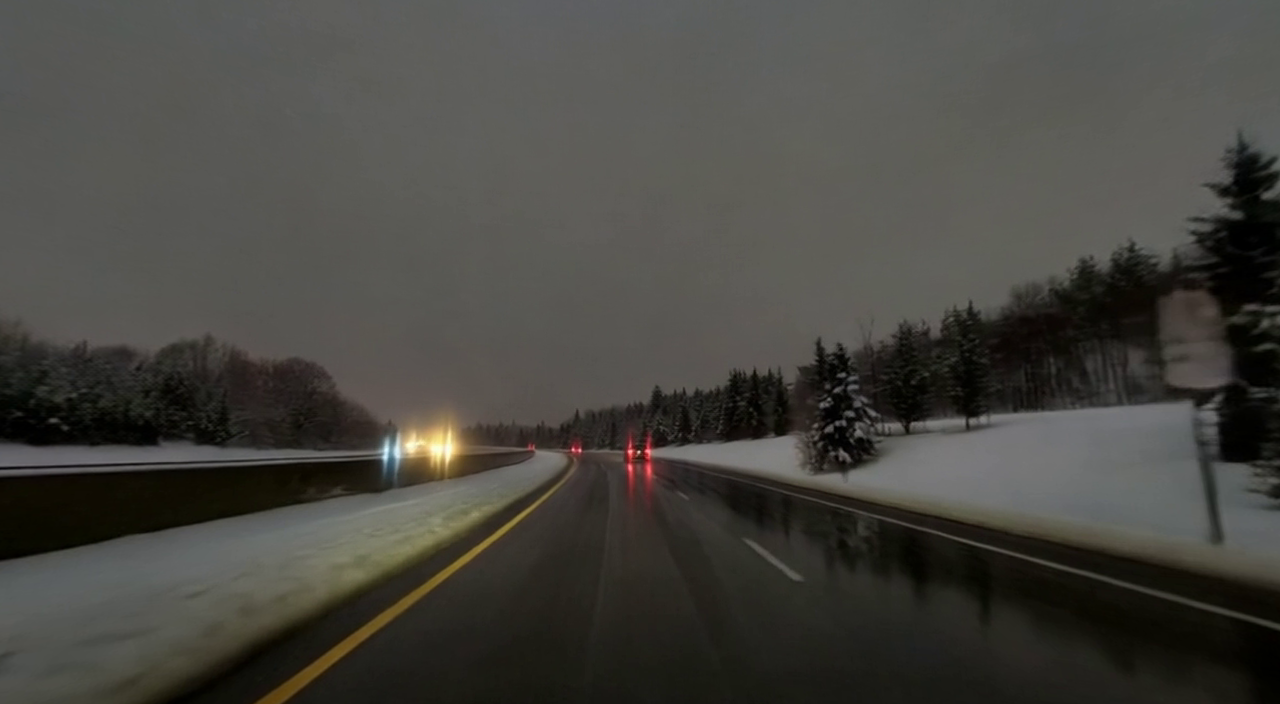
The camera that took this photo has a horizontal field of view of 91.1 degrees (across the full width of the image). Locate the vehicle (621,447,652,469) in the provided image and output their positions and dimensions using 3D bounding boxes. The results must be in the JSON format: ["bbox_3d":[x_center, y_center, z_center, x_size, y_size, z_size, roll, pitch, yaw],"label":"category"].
[{"bbox_3d":[-0.266,7.565,45.085,2.140,1.455,4.135,0,-9,-1],"label":"vehicle"}]
